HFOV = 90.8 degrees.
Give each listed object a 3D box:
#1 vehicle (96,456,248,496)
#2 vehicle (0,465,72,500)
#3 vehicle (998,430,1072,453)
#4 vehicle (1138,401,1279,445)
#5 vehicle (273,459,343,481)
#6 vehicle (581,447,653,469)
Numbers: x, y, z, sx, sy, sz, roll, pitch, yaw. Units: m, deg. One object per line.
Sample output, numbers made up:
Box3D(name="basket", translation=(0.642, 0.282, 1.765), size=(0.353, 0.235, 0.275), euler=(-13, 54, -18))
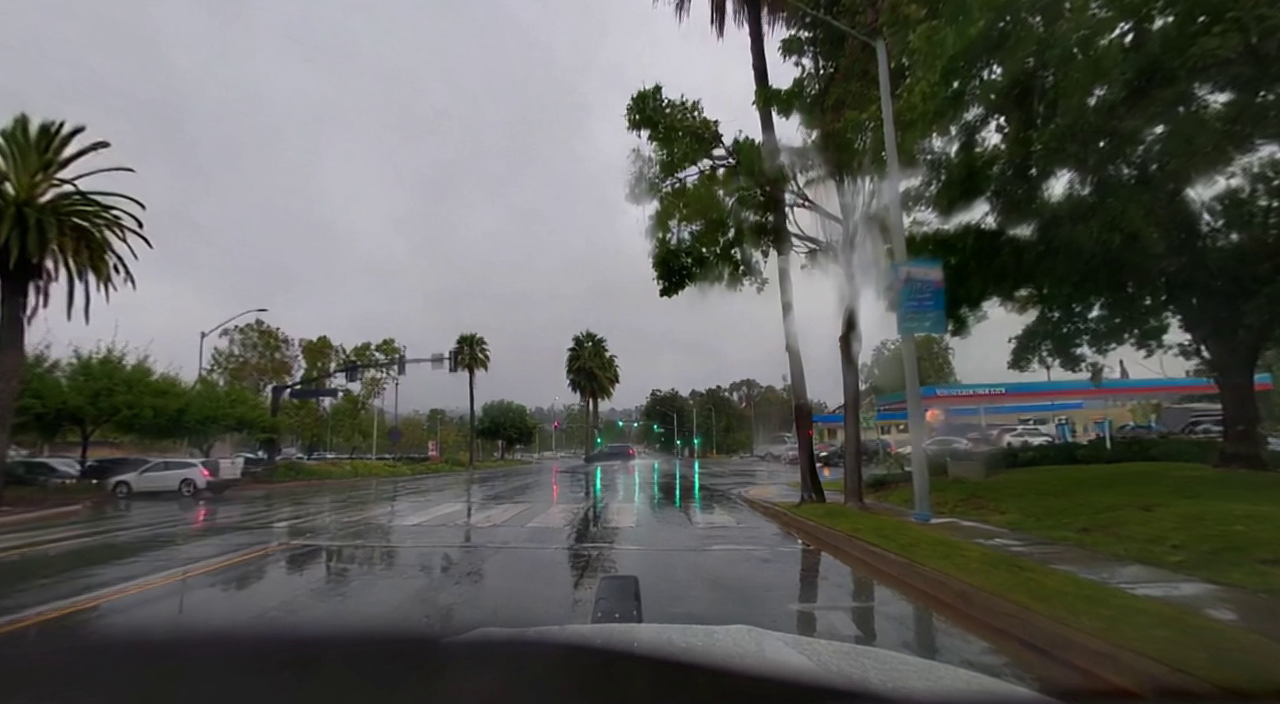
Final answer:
Box3D(name="vehicle", translation=(-19.473, 5.166, 26.456), size=(4.758, 1.542, 1.941), euler=(0, -9, -1))
Box3D(name="vehicle", translation=(-37.741, 7.878, 38.342), size=(2.061, 1.808, 5.607), euler=(2, -9, -11))
Box3D(name="vehicle", translation=(30.384, 6.880, 48.663), size=(4.286, 1.519, 2.070), euler=(-2, -9, -3))
Box3D(name="vehicle", translation=(42.860, 5.377, 47.394), size=(8.366, 3.165, 2.720), euler=(0, -8, 1))
Box3D(name="vehicle", translation=(-25.591, 9.113, 48.772), size=(4.407, 1.565, 1.861), euler=(0, -9, 2))
Box3D(name="vehicle", translation=(-1.646, 7.526, 45.074), size=(4.763, 1.496, 1.920), euler=(3, -9, -22))
